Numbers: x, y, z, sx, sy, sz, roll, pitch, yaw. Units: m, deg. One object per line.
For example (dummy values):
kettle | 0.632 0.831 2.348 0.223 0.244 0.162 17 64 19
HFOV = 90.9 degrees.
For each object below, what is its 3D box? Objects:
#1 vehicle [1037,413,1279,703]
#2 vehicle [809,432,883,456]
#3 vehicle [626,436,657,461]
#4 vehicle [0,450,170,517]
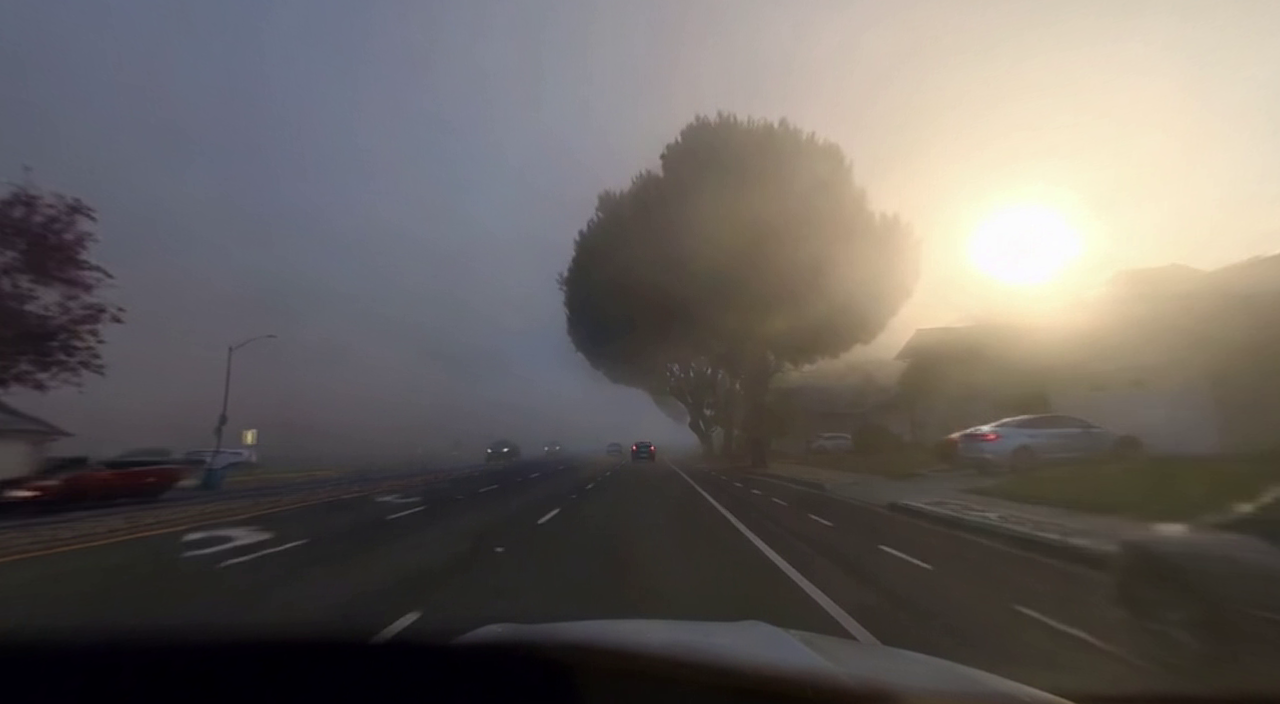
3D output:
vehicle | 4.102 0.927 2.326 2.080 1.469 4.898 0 -9 0
vehicle | 14.915 6.693 45.829 4.663 1.677 1.934 0 -9 -2
vehicle | 0.089 6.698 43.800 2.024 1.655 4.301 0 -9 0
vehicle | -14.304 3.156 15.604 1.937 1.386 4.354 -1 -9 1
